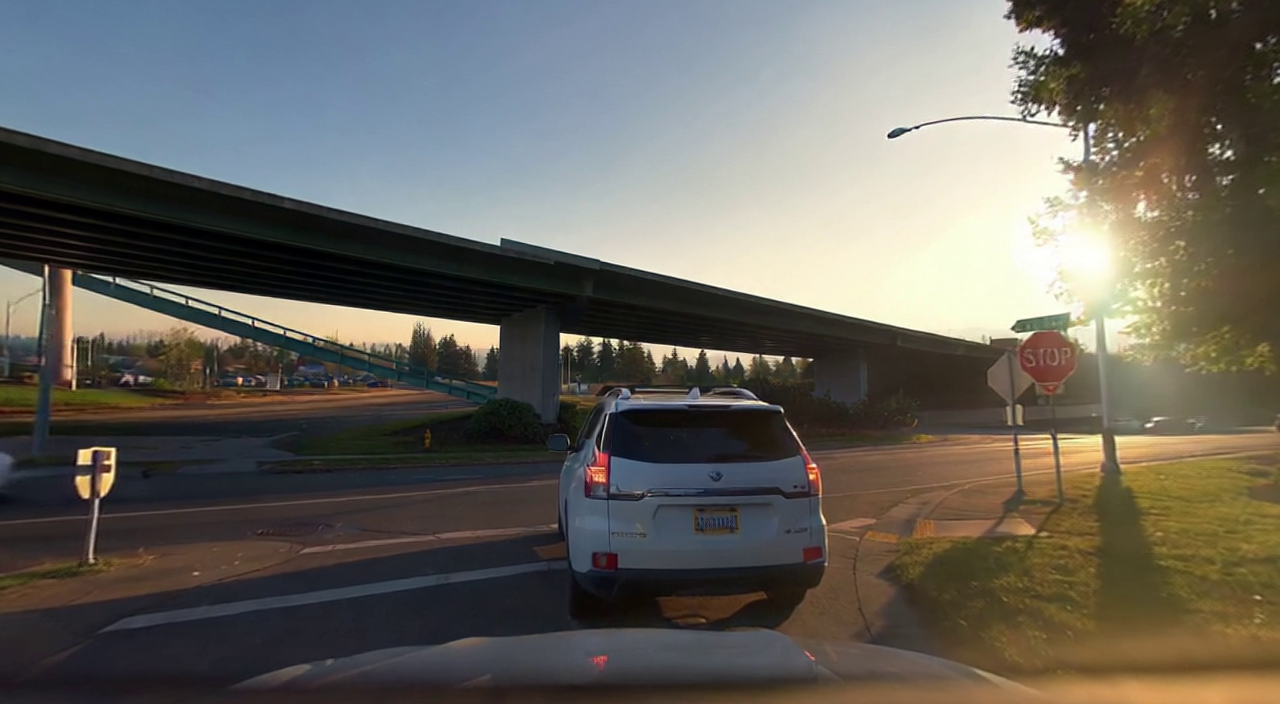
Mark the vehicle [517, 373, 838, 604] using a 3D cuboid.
[{"bbox_3d":[0.314,1.395,7.187,2.494,1.804,4.336,0,-9,1],"label":"vehicle"}]
